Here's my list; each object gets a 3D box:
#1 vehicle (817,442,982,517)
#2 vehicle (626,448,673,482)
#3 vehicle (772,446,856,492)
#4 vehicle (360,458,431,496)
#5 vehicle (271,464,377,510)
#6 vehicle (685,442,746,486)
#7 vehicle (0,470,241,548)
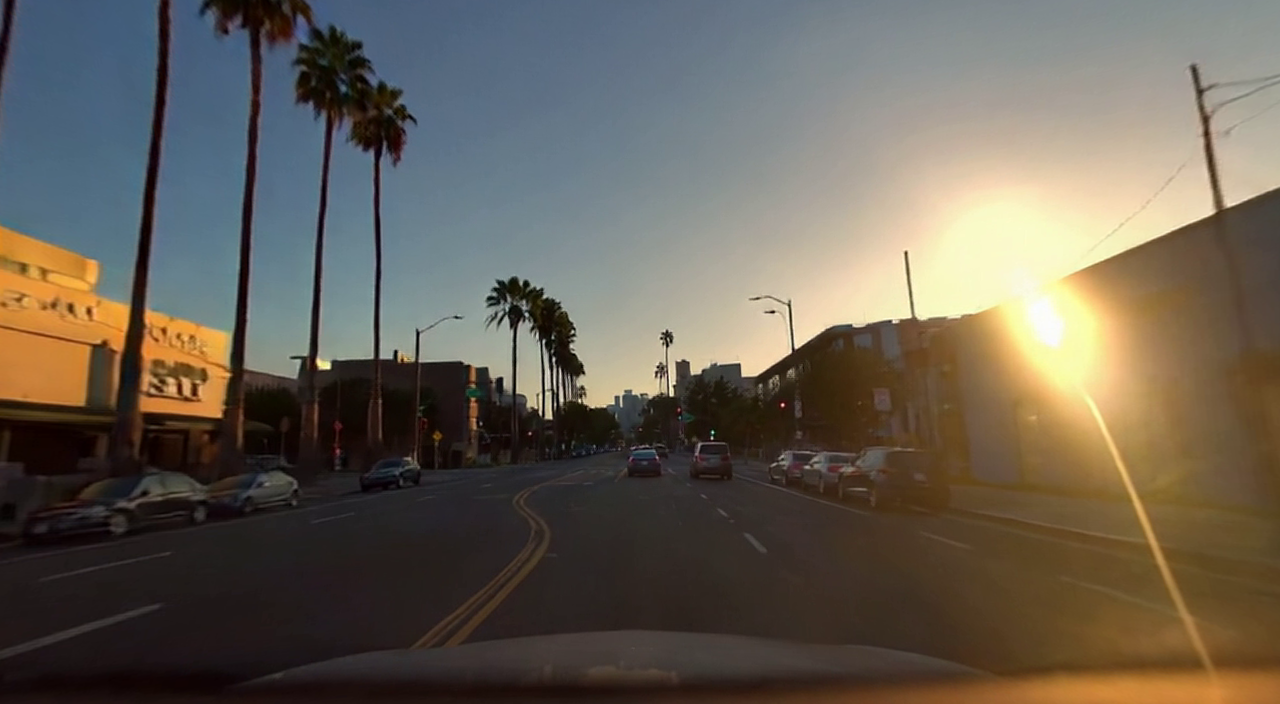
[{"bbox_3d":[6.478,3.213,16.562,2.174,1.643,4.860,0,-8,-1],"label":"vehicle"},{"bbox_3d":[0.424,5.372,30.303,2.088,1.452,3.993,0,-8,0],"label":"vehicle"},{"bbox_3d":[6.680,4.519,24.800,2.157,1.640,4.228,0,-8,1],"label":"vehicle"},{"bbox_3d":[-12.299,6.372,32.124,1.949,1.682,4.094,-3,-11,0],"label":"vehicle"},{"bbox_3d":[-12.162,5.225,24.698,1.978,1.501,4.355,-3,-11,-1],"label":"vehicle"},{"bbox_3d":[3.122,4.747,27.122,2.003,1.702,4.288,0,-8,-1],"label":"vehicle"},{"bbox_3d":[-12.295,3.734,15.418,2.188,1.490,4.511,-3,-12,0],"label":"vehicle"}]
